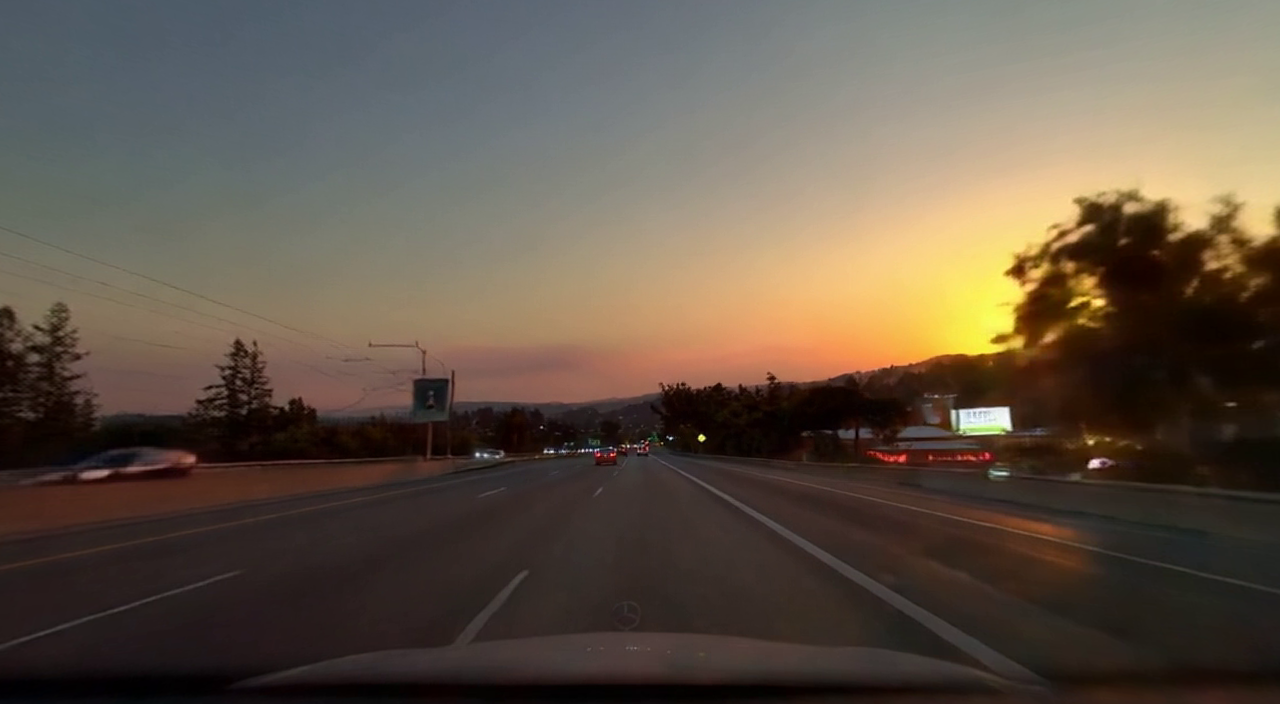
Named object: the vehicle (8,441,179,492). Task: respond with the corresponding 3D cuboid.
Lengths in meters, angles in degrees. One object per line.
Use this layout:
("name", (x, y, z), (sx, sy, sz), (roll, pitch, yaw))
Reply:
("vehicle", (-23.710, 4.965, 27.784), (2.317, 1.961, 5.761), (0, -9, 0))
